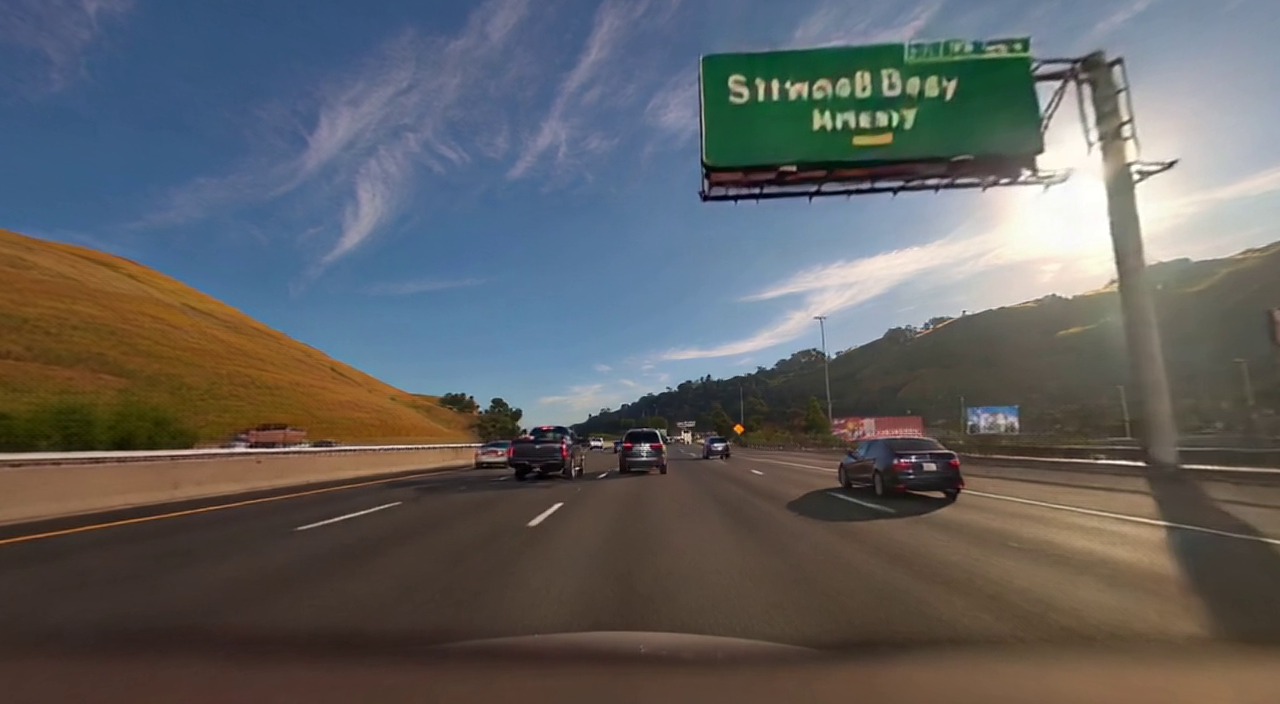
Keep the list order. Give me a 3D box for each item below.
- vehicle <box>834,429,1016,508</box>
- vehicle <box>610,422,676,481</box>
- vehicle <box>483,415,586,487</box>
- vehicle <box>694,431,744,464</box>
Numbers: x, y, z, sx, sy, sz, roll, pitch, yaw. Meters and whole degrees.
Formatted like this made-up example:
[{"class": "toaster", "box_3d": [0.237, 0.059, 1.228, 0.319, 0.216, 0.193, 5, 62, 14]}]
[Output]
[{"class": "vehicle", "box_3d": [6.048, 2.515, 14.092, 1.998, 1.456, 4.338, 0, -8, -1]}, {"class": "vehicle", "box_3d": [0.125, 3.400, 21.681, 2.052, 1.808, 3.898, -1, -8, 1]}, {"class": "vehicle", "box_3d": [-3.203, 3.209, 20.604, 2.316, 1.999, 5.765, 0, -8, 1]}, {"class": "vehicle", "box_3d": [4.438, 5.473, 36.181, 2.067, 1.775, 4.372, 0, -8, -3]}]
